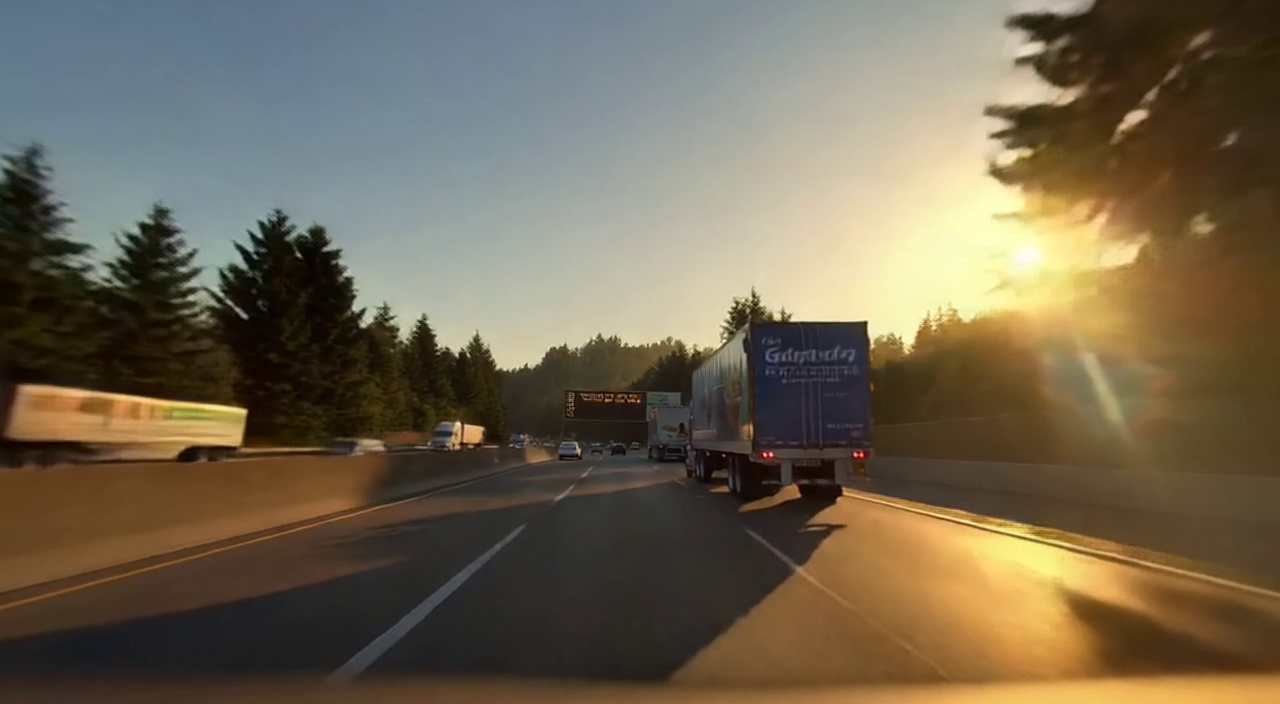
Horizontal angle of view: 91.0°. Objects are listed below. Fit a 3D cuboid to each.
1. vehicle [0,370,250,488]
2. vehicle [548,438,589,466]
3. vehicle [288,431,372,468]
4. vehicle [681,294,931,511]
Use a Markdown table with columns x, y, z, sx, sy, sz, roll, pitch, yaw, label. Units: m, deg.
| x | y | z | sx | sy | sz | roll | pitch | yaw | label |
| --- | --- | --- | --- | --- | --- | --- | --- | --- | --- |
| -20.386 | 3.017 | 23.697 | 2.782 | 3.431 | 14.254 | 0 | -8 | -2 | vehicle |
| -4.500 | 6.313 | 39.997 | 2.206 | 1.644 | 4.027 | 0 | -8 | -1 | vehicle |
| -13.582 | 4.297 | 27.839 | 1.813 | 1.506 | 3.845 | 0 | -8 | -1 | vehicle |
| 3.475 | 1.861 | 18.437 | 3.116 | 3.992 | 13.748 | 0 | -8 | -2 | vehicle |
